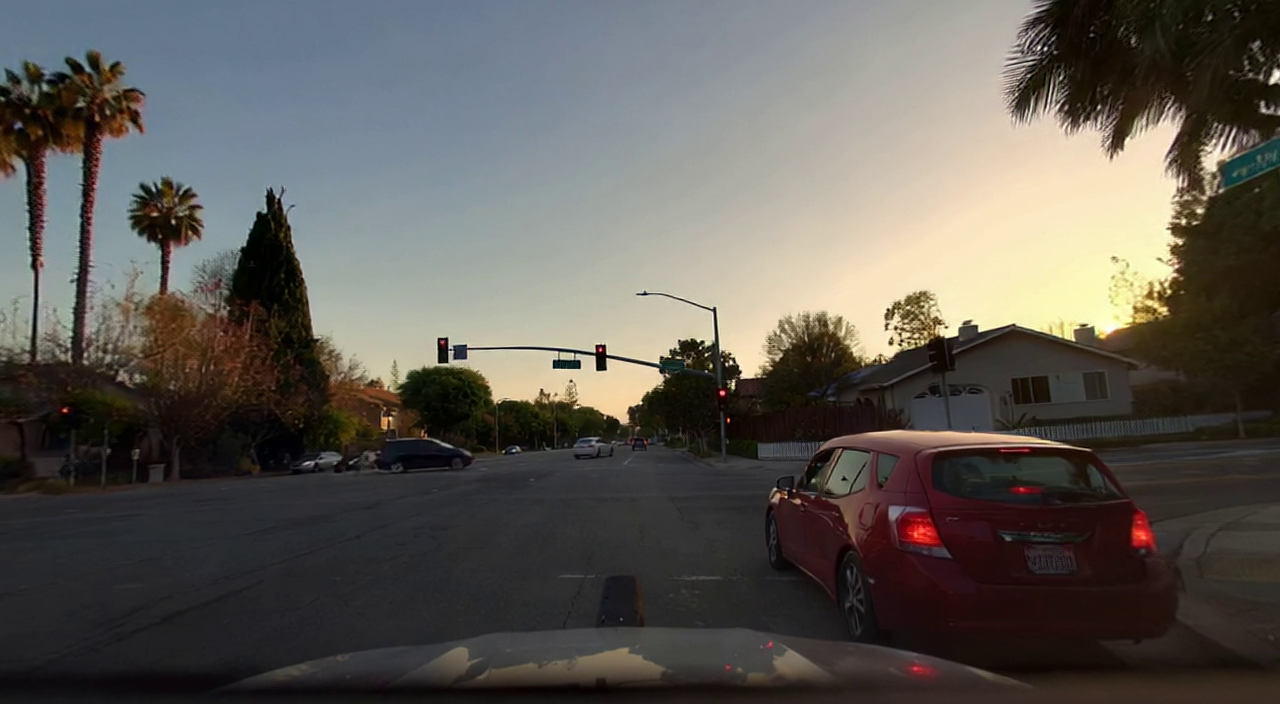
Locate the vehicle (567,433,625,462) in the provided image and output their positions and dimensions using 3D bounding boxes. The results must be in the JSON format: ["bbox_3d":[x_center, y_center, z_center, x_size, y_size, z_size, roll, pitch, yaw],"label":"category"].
[{"bbox_3d":[-2.822,6.347,42.034,2.393,1.775,5.204,-2,-9,14],"label":"vehicle"}]

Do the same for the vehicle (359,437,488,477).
[{"bbox_3d":[-9.076,4.429,26.862,2.083,1.541,4.777,-7,-11,38],"label":"vehicle"}]

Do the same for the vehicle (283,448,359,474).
[{"bbox_3d":[-19.963,6.828,39.798,2.084,1.528,4.778,-1,-9,2],"label":"vehicle"}]
